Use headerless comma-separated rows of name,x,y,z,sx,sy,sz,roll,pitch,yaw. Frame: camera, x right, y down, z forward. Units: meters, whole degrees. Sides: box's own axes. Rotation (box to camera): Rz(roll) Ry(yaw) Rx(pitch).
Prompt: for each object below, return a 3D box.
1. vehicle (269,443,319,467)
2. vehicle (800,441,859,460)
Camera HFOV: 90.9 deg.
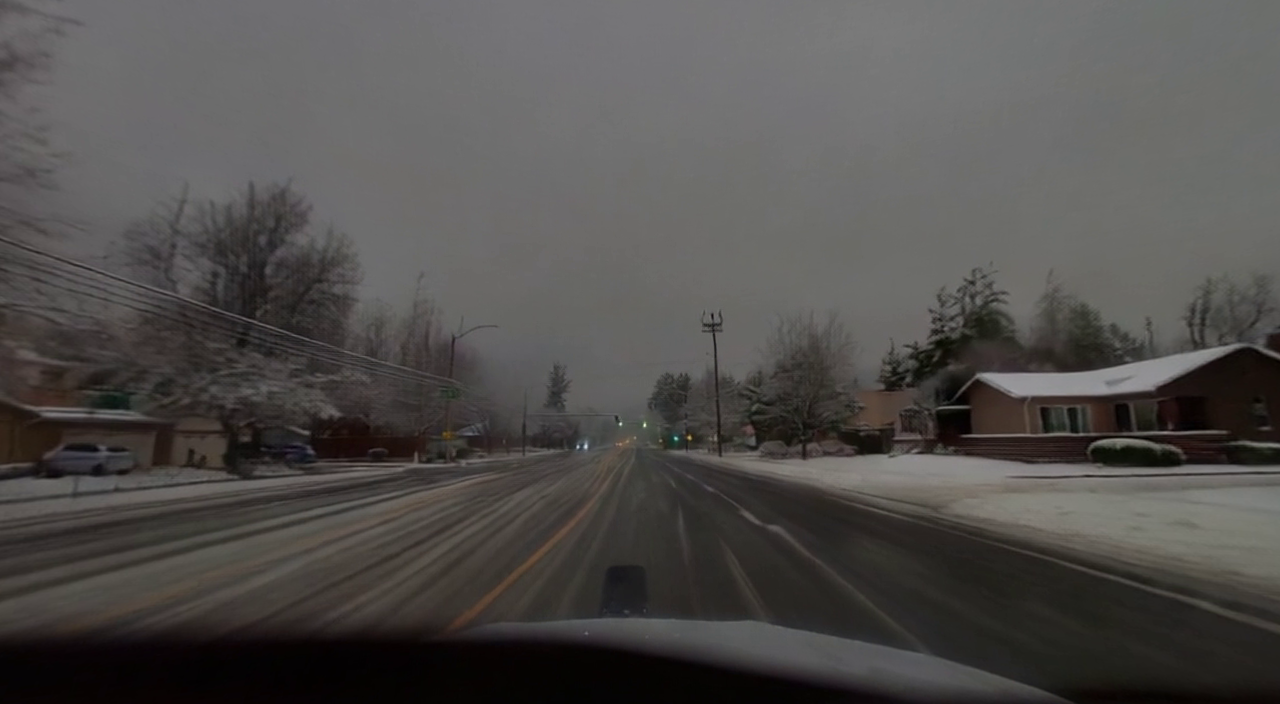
vehicle,-25.051,7.490,45.825,1.958,1.668,4.701,3,-9,-14
vehicle,14.723,7.650,49.037,4.253,1.397,1.717,-3,-9,17
